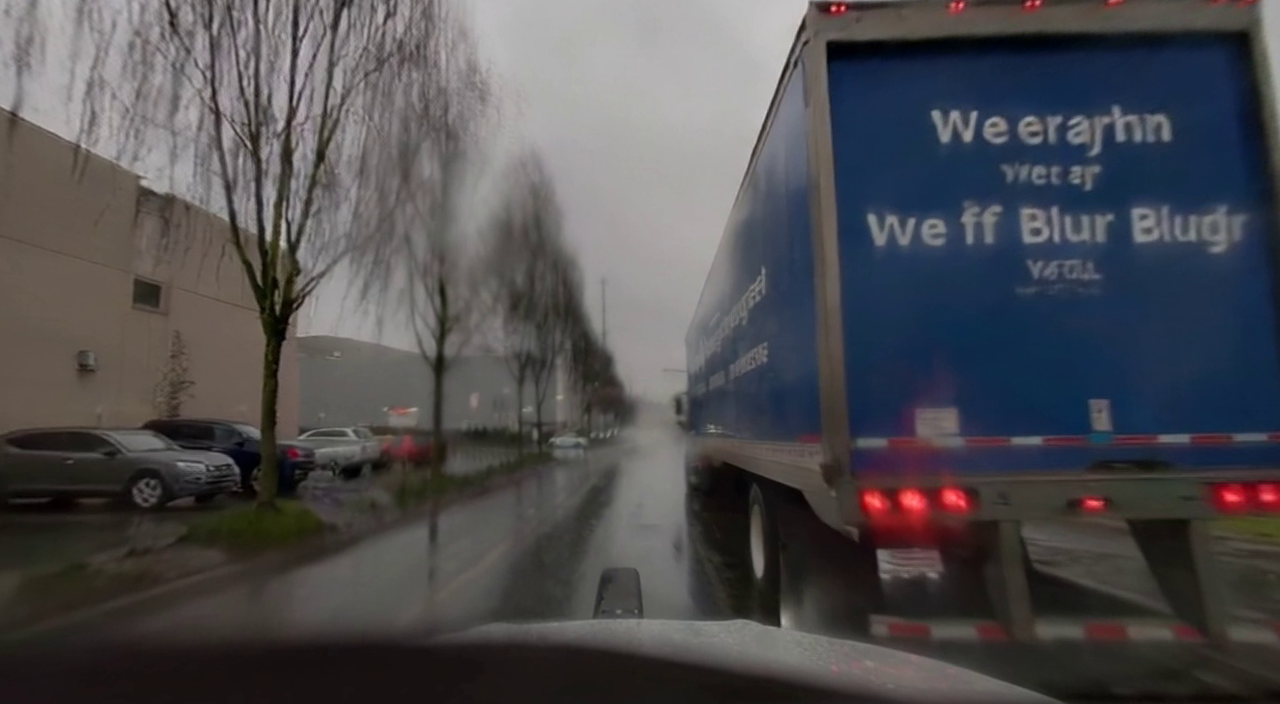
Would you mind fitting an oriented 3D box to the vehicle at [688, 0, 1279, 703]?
[{"bbox_3d":[2.618,0.660,9.950,2.865,4.113,14.471,0,-8,1],"label":"vehicle"}]

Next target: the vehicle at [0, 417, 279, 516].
[{"bbox_3d":[-8.573,1.838,10.405,4.015,1.461,1.903,0,-8,-3],"label":"vehicle"}]
